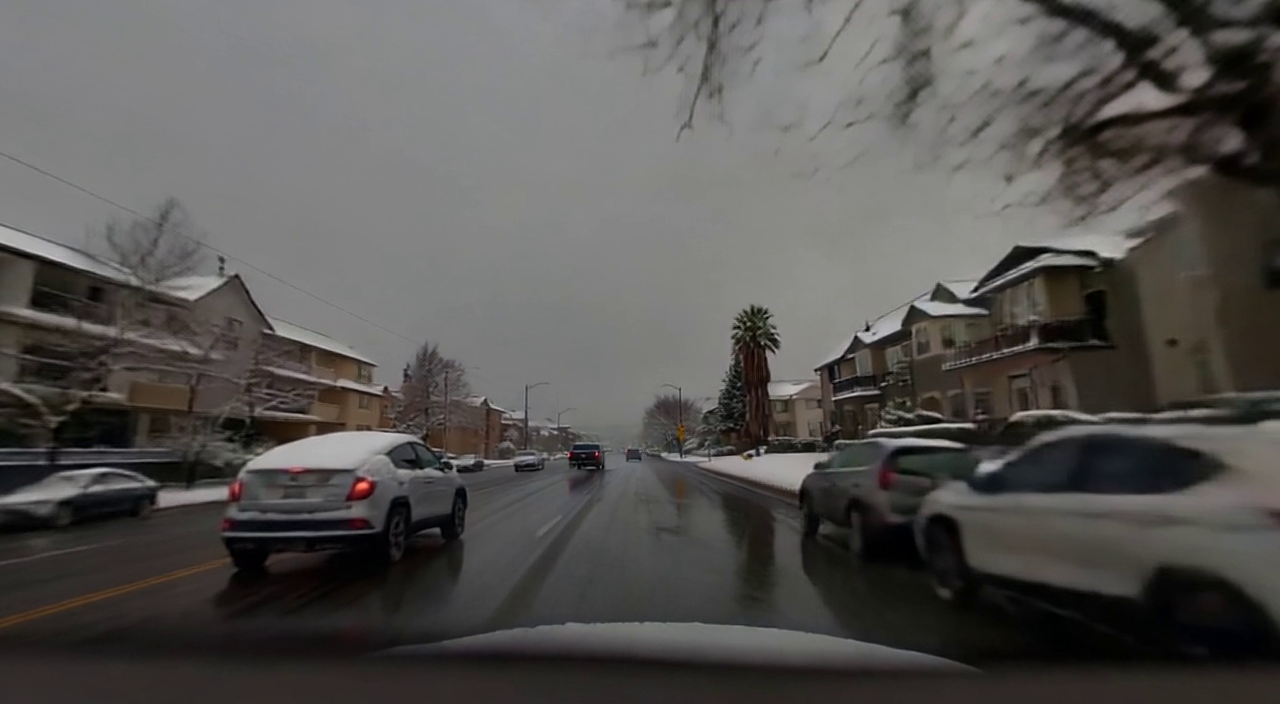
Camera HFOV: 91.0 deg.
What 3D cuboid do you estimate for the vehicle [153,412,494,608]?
[{"bbox_3d":[-3.179,1.657,7.434,1.929,1.651,3.948,0,-9,0],"label":"vehicle"}]

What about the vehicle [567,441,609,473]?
[{"bbox_3d":[-3.126,6.399,38.670,1.994,1.810,5.057,0,-9,2],"label":"vehicle"}]

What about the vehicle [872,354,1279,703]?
[{"bbox_3d":[3.708,1.167,4.298,2.125,1.768,5.544,0,-9,0],"label":"vehicle"}]

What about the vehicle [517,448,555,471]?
[{"bbox_3d":[-7.436,7.728,45.476,1.979,1.500,4.383,0,-9,0],"label":"vehicle"}]

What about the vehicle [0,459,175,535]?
[{"bbox_3d":[-13.853,3.437,15.320,1.811,1.452,4.322,-3,-8,-1],"label":"vehicle"}]
